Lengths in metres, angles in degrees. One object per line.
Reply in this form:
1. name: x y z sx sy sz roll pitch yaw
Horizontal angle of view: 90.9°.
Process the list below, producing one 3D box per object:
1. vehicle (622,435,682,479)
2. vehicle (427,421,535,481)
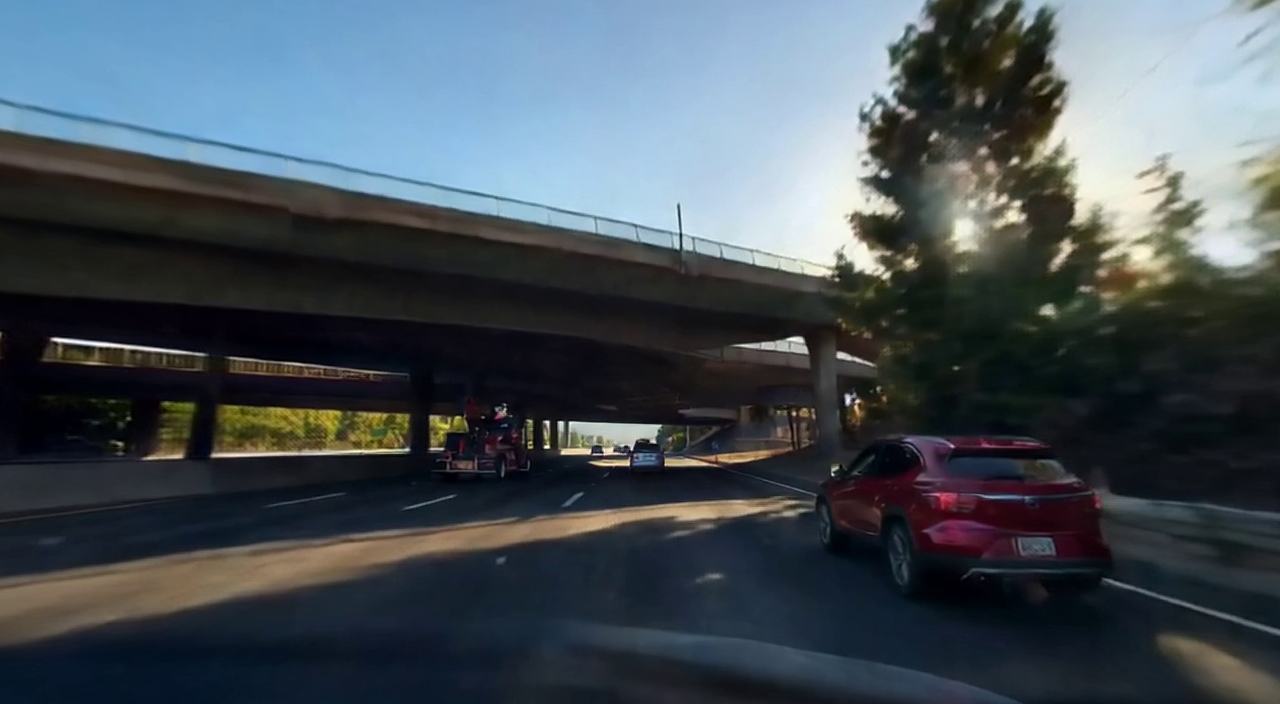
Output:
1. vehicle: 0.487 4.392 26.663 2.336 1.722 4.212 0 -8 0
2. vehicle: -6.573 4.245 27.312 2.827 2.236 7.057 0 -8 0
